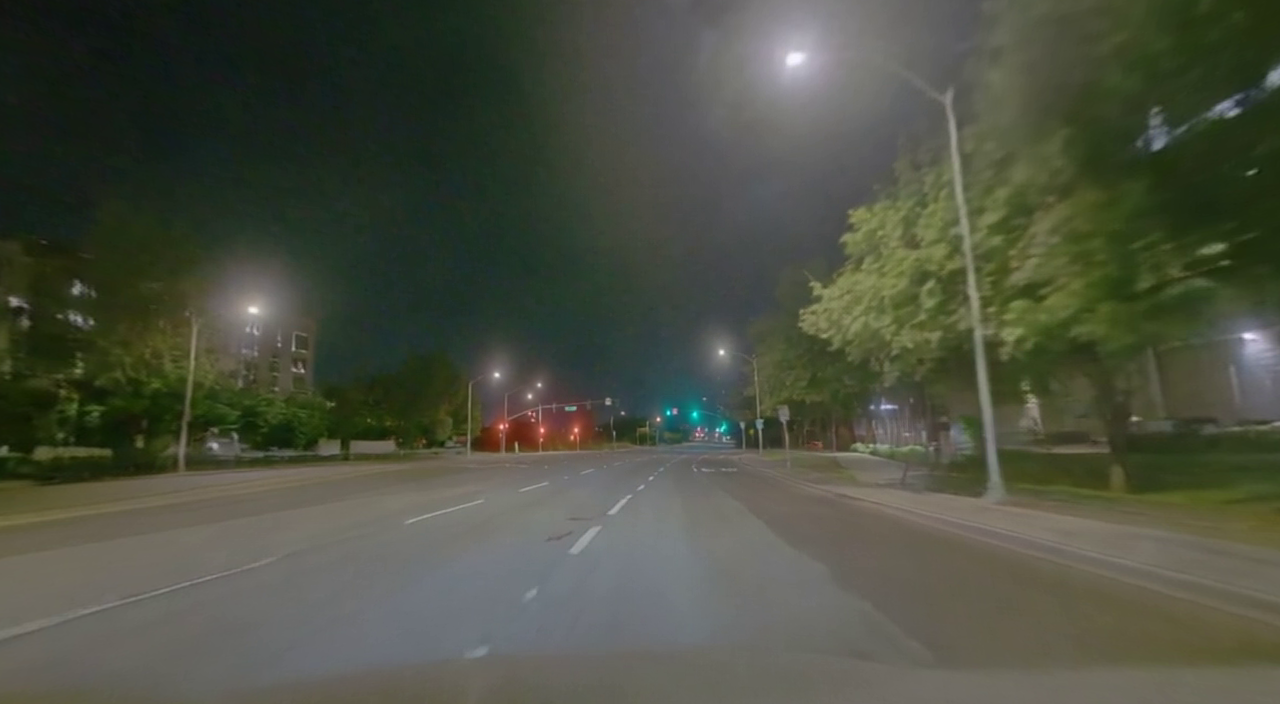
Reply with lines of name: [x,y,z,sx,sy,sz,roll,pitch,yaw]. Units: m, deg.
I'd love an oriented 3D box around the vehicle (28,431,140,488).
vehicle: [-26.063,5.014,29.753,2.249,2.488,3.048,-3,-8,10]
